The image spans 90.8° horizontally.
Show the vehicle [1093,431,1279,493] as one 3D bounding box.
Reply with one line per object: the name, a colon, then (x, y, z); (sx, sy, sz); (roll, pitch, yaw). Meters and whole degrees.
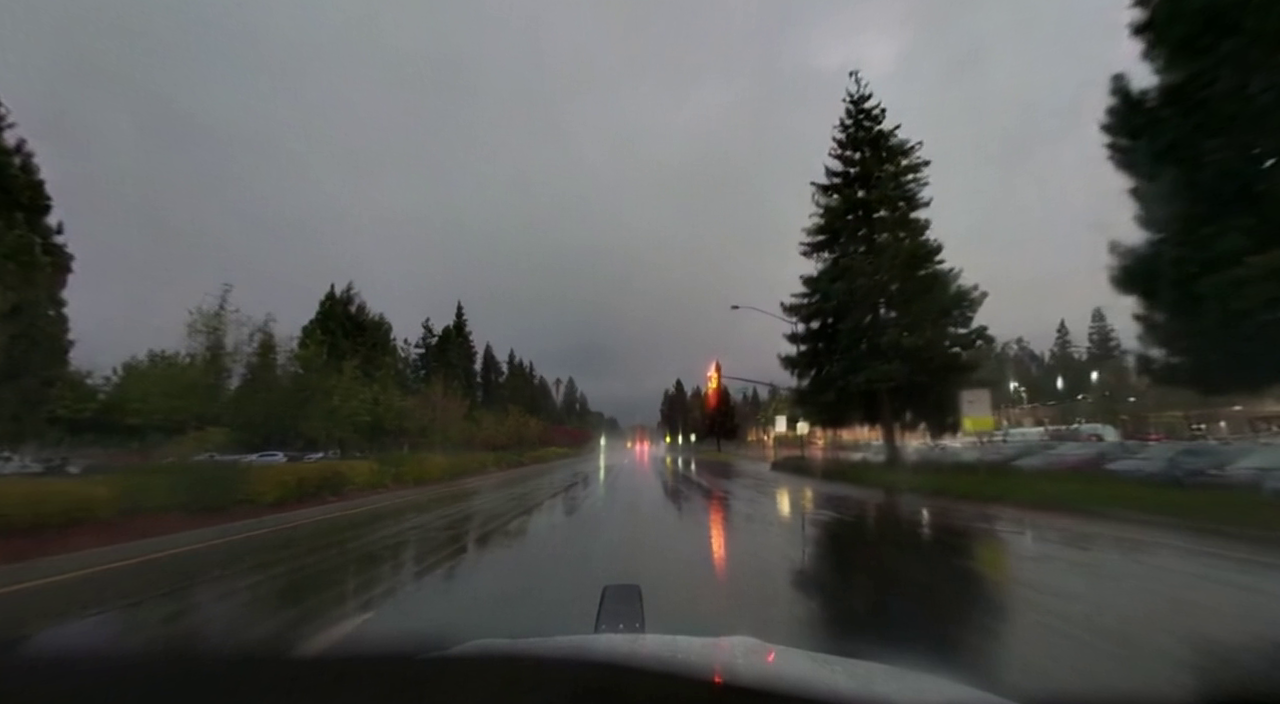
vehicle: (17.313, 3.404, 19.721); (4.609, 1.809, 2.095); (0, -8, 1)
